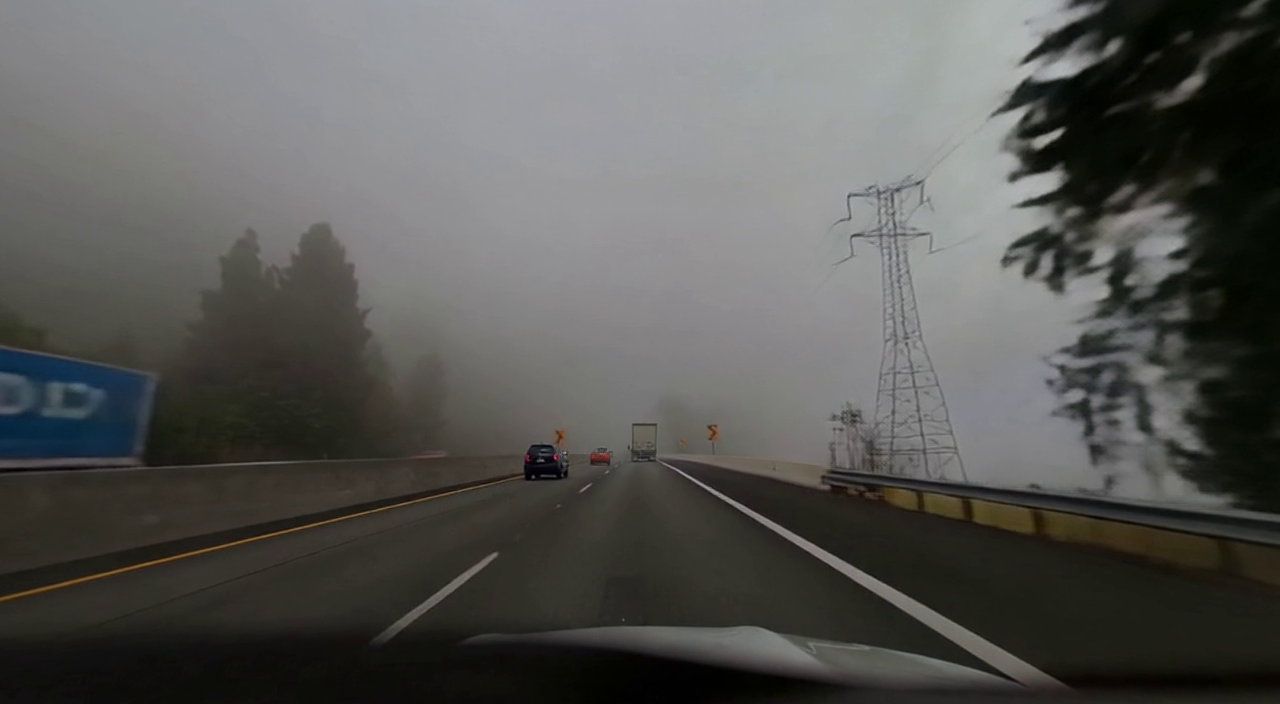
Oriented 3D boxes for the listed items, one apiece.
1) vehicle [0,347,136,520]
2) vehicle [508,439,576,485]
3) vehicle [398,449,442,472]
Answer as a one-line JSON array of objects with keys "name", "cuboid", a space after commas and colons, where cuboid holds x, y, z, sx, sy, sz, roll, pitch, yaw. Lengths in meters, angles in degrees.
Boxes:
[{"name": "vehicle", "cuboid": [-16.674, 1.192, 10.051, 3.467, 3.980, 16.803, 0, -9, 0]}, {"name": "vehicle", "cuboid": [-3.933, 4.507, 26.049, 2.111, 1.735, 4.066, 0, -9, 0]}, {"name": "vehicle", "cuboid": [-15.932, 7.884, 45.844, 1.827, 1.579, 3.858, 0, -9, -1]}]
